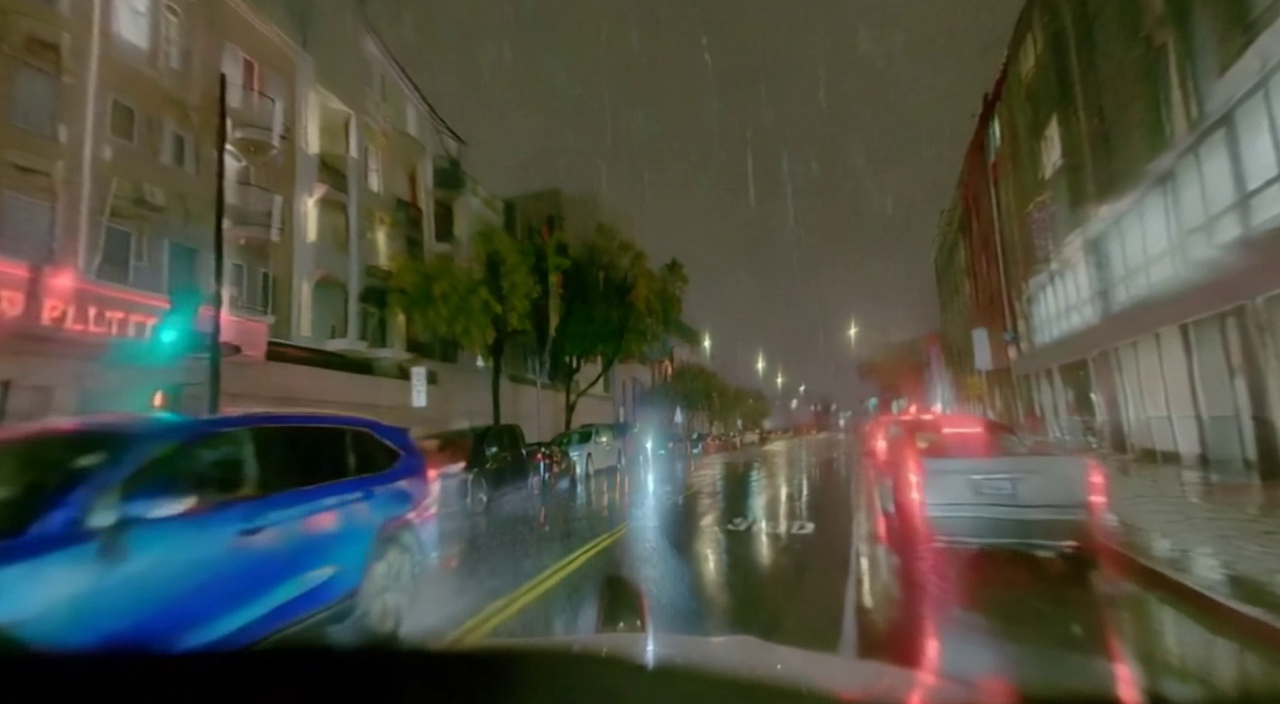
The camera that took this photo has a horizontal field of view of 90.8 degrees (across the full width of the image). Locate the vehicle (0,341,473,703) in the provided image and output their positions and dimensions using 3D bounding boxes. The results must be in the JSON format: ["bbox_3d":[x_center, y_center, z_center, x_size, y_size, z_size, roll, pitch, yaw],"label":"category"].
[{"bbox_3d":[-2.982,1.046,3.446,2.181,1.723,4.692,-3,-9,10],"label":"vehicle"}]

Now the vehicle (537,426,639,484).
[{"bbox_3d":[-1.711,3.582,22.165,1.960,1.765,4.343,-4,-9,19],"label":"vehicle"}]

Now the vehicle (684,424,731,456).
[{"bbox_3d":[4.412,5.604,40.585,1.948,1.693,4.325,-7,-7,19],"label":"vehicle"}]

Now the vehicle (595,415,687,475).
[{"bbox_3d":[0.197,3.968,27.758,2.260,2.136,5.669,-7,-7,17],"label":"vehicle"}]

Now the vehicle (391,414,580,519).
[{"bbox_3d":[-3.742,2.814,16.560,2.120,2.078,5.403,-8,-7,18],"label":"vehicle"}]

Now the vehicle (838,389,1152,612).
[{"bbox_3d":[3.190,1.346,6.636,1.892,1.481,4.365,-4,-9,19],"label":"vehicle"}]
